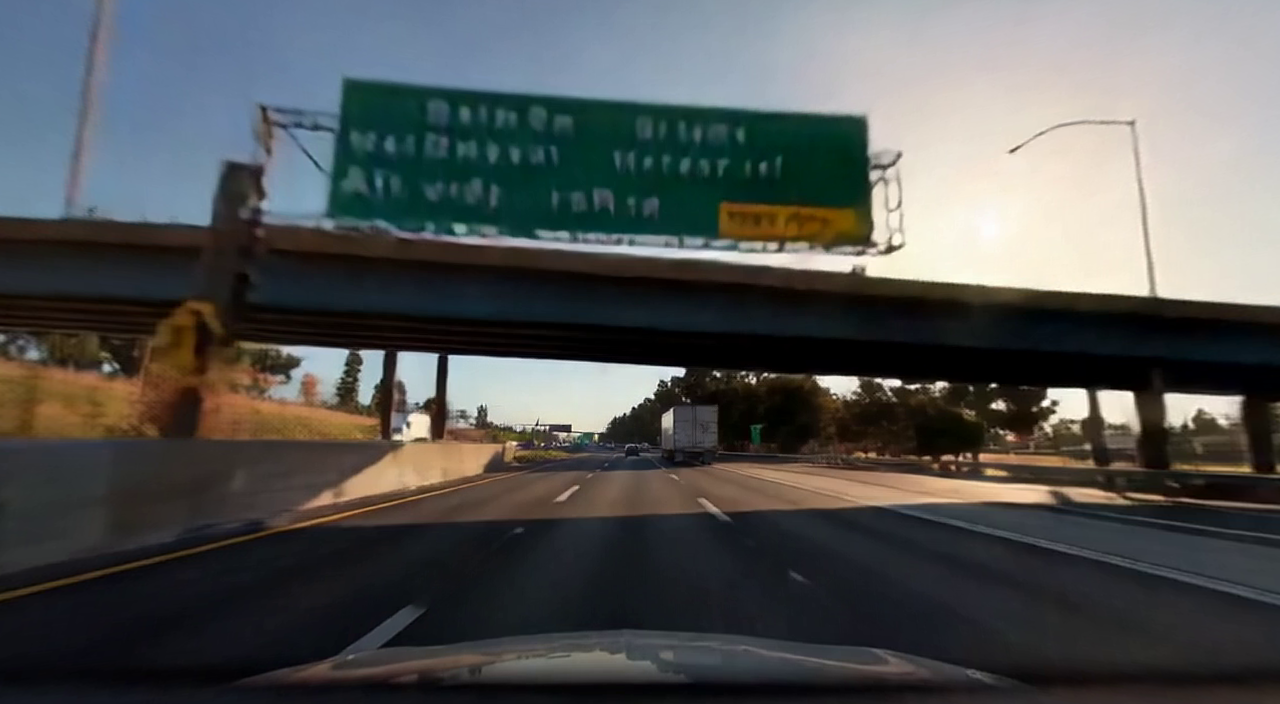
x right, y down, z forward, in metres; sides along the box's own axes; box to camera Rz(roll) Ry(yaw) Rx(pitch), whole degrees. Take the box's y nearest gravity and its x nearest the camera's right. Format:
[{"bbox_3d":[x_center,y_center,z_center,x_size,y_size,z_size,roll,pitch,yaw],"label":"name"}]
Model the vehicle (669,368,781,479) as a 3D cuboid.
[{"bbox_3d":[3.601,3.808,31.455,3.323,4.262,14.056,0,-9,-1],"label":"vehicle"}]
